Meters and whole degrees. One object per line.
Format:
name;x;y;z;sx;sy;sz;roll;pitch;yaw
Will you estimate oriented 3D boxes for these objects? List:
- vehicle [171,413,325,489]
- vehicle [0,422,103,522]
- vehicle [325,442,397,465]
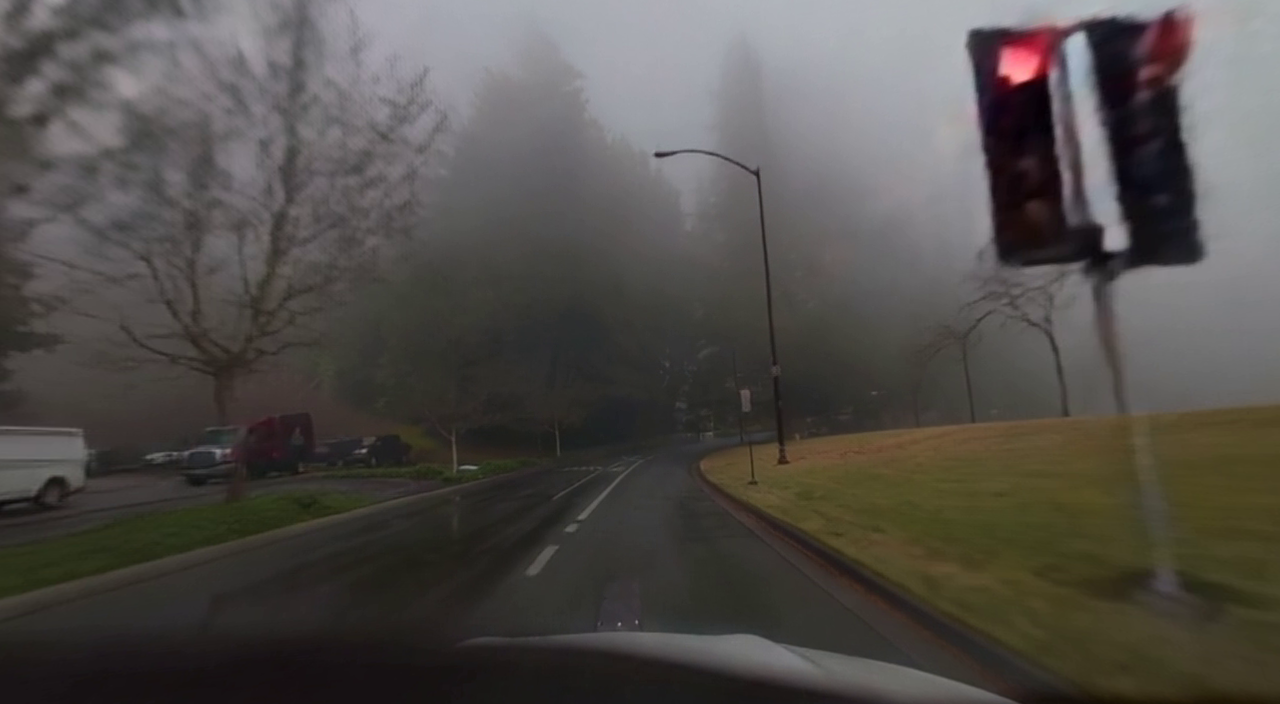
vehicle;-18.443;4.674;30.257;2.739;3.171;7.030;-1;-8;1
vehicle;-18.105;3.195;16.645;2.327;2.595;6.045;-1;-9;0
vehicle;-19.312;7.016;43.554;4.187;1.510;1.857;6;-11;-39
